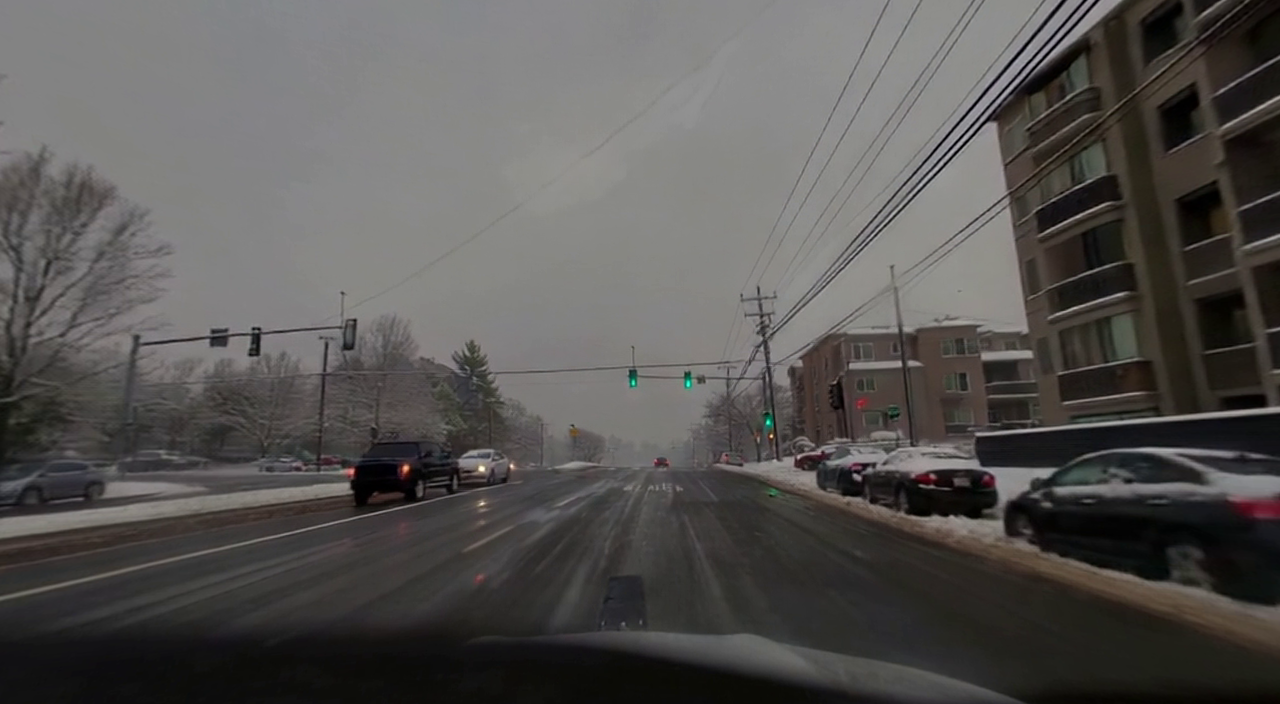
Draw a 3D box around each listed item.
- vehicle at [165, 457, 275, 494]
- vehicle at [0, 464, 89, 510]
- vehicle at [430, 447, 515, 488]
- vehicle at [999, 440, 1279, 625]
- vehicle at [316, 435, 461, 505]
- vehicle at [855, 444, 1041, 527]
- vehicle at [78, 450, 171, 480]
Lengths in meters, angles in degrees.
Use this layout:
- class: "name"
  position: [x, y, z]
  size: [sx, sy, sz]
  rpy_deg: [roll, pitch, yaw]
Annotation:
- class: "vehicle"
  position: [-19.298, 5.675, 29.259]
  size: [1.895, 1.452, 4.483]
  rpy_deg: [-1, -8, 3]
- class: "vehicle"
  position: [-22.897, 4.854, 22.767]
  size: [1.846, 1.489, 4.409]
  rpy_deg: [-1, -8, 3]
- class: "vehicle"
  position: [-6.650, 4.594, 25.588]
  size: [1.953, 1.471, 4.744]
  rpy_deg: [-1, -8, 3]
- class: "vehicle"
  position: [6.212, 1.693, 6.774]
  size: [2.121, 1.459, 4.591]
  rpy_deg: [0, -8, 2]
- class: "vehicle"
  position: [-7.194, 3.399, 18.745]
  size: [2.074, 1.794, 4.832]
  rpy_deg: [-1, -8, 3]
- class: "vehicle"
  position: [6.305, 2.741, 13.653]
  size: [1.839, 1.461, 4.645]
  rpy_deg: [0, -8, 2]
- class: "vehicle"
  position: [-31.121, 6.850, 38.136]
  size: [4.296, 1.502, 1.823]
  rpy_deg: [-5, -11, 8]
